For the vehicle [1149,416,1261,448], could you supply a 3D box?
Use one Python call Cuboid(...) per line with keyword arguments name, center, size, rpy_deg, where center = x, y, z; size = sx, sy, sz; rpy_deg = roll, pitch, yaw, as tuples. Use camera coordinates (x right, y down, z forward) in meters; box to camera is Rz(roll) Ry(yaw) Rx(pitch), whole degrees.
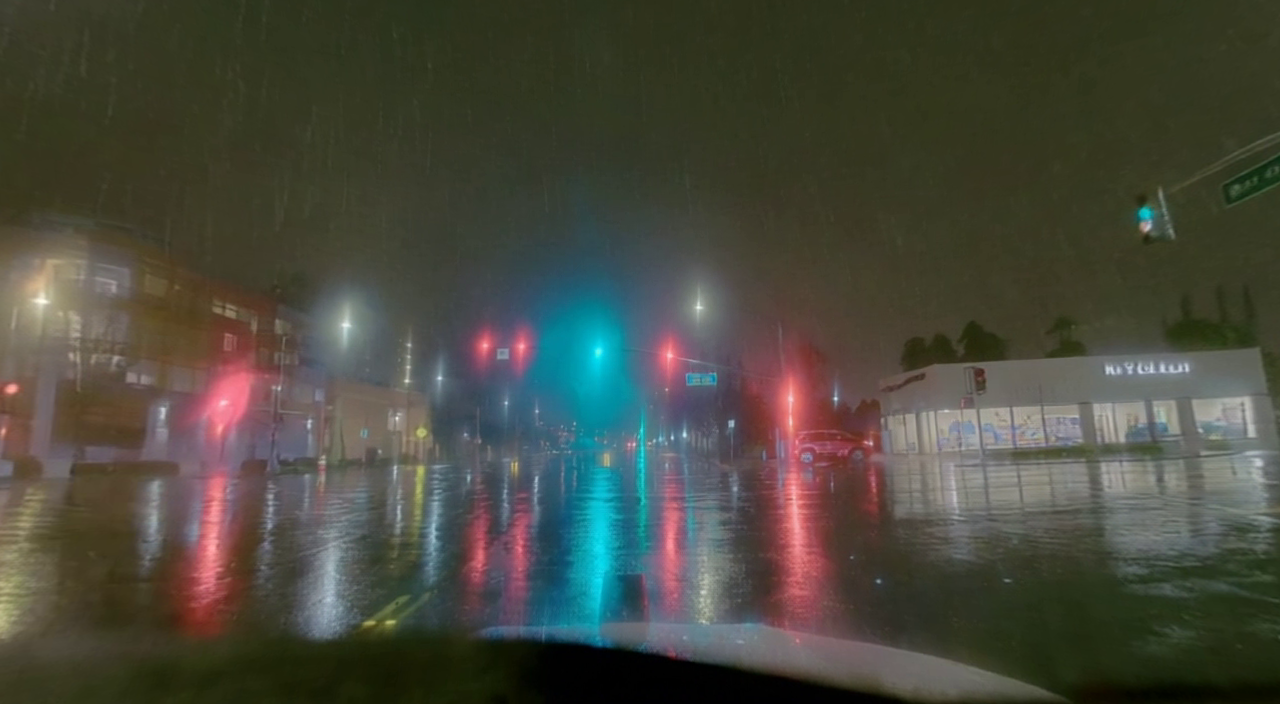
Cuboid(name="vehicle", center=(28.272, 4.074, 31.724), size=(1.799, 1.459, 4.266), rpy_deg=(-1, -8, 3))
